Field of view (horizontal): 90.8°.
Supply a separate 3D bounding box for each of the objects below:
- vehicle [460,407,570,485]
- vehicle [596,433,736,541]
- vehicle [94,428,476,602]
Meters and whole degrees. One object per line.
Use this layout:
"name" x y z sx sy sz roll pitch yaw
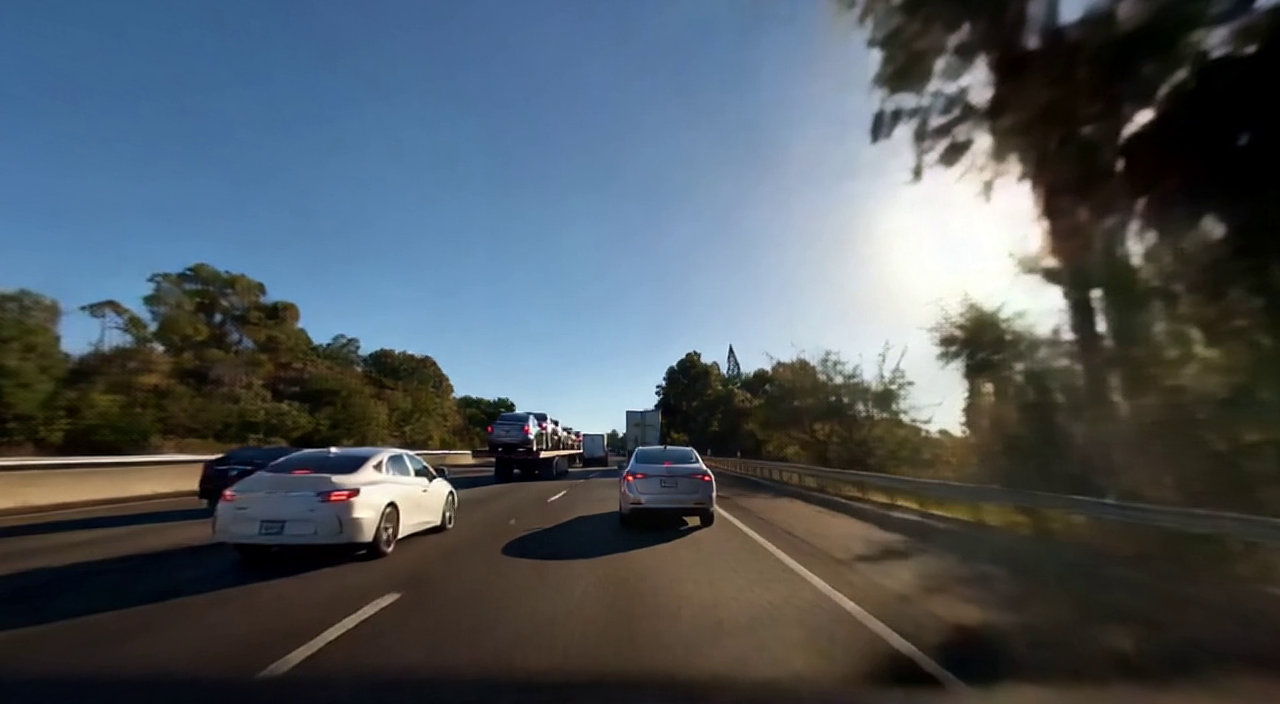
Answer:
"vehicle" -2.776 2.235 14.994 2.031 1.594 4.103 0 -9 -4
"vehicle" 0.378 2.187 10.736 1.991 1.507 3.391 0 -9 0
"vehicle" -3.656 1.751 7.736 1.947 1.470 4.526 0 -9 2
